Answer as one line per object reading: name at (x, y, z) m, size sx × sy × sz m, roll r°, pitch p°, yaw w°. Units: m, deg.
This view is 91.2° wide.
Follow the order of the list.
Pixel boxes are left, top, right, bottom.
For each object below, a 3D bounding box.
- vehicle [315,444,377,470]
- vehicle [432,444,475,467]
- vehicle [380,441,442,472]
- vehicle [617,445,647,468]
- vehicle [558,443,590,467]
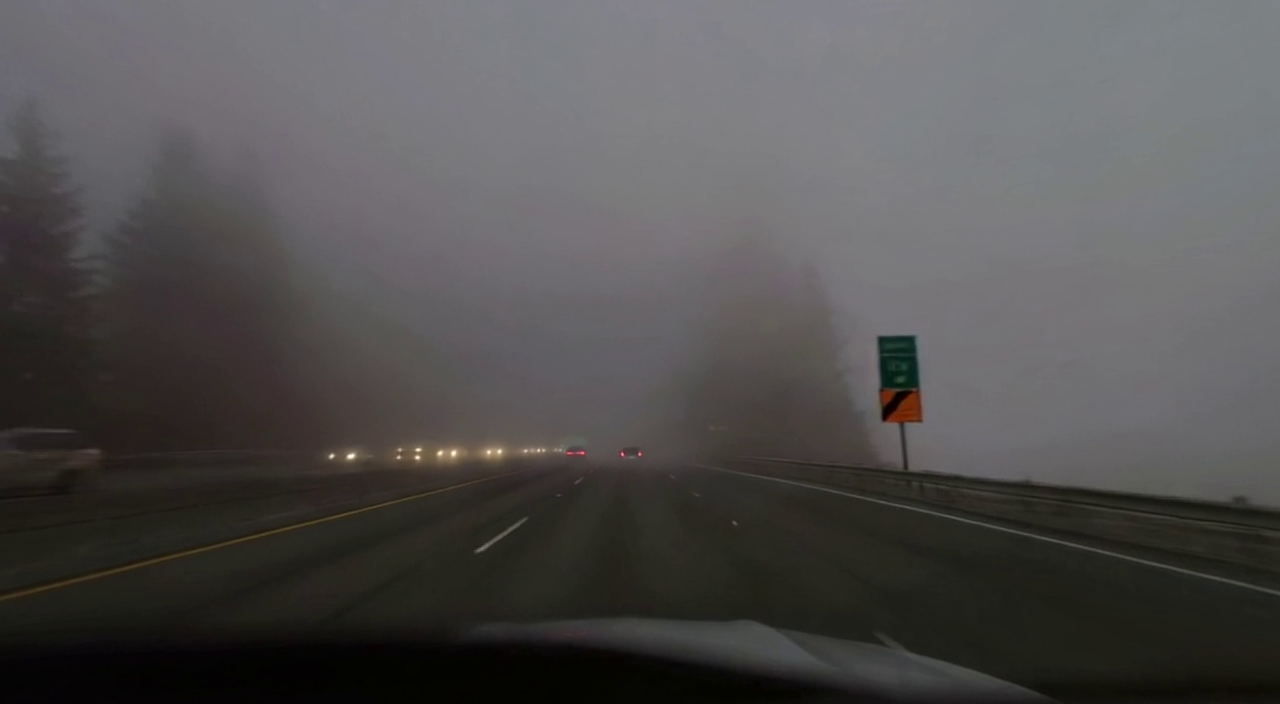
vehicle at (-18.380, 6.582, 39.411) m, size 1.822 × 1.497 × 4.474 m, roll 0°, pitch -9°, yaw -2°
vehicle at (-13.353, 7.456, 45.208) m, size 1.892 × 1.515 × 4.045 m, roll 0°, pitch -9°, yaw -1°
vehicle at (-12.576, 5.774, 34.715) m, size 1.867 × 1.566 × 4.012 m, roll 0°, pitch -9°, yaw 0°
vehicle at (-0.607, 7.516, 45.166) m, size 2.084 × 1.582 × 3.882 m, roll 0°, pitch -9°, yaw -2°
vehicle at (-4.903, 7.762, 47.127) m, size 2.098 × 1.692 × 4.038 m, roll 0°, pitch -9°, yaw -2°
